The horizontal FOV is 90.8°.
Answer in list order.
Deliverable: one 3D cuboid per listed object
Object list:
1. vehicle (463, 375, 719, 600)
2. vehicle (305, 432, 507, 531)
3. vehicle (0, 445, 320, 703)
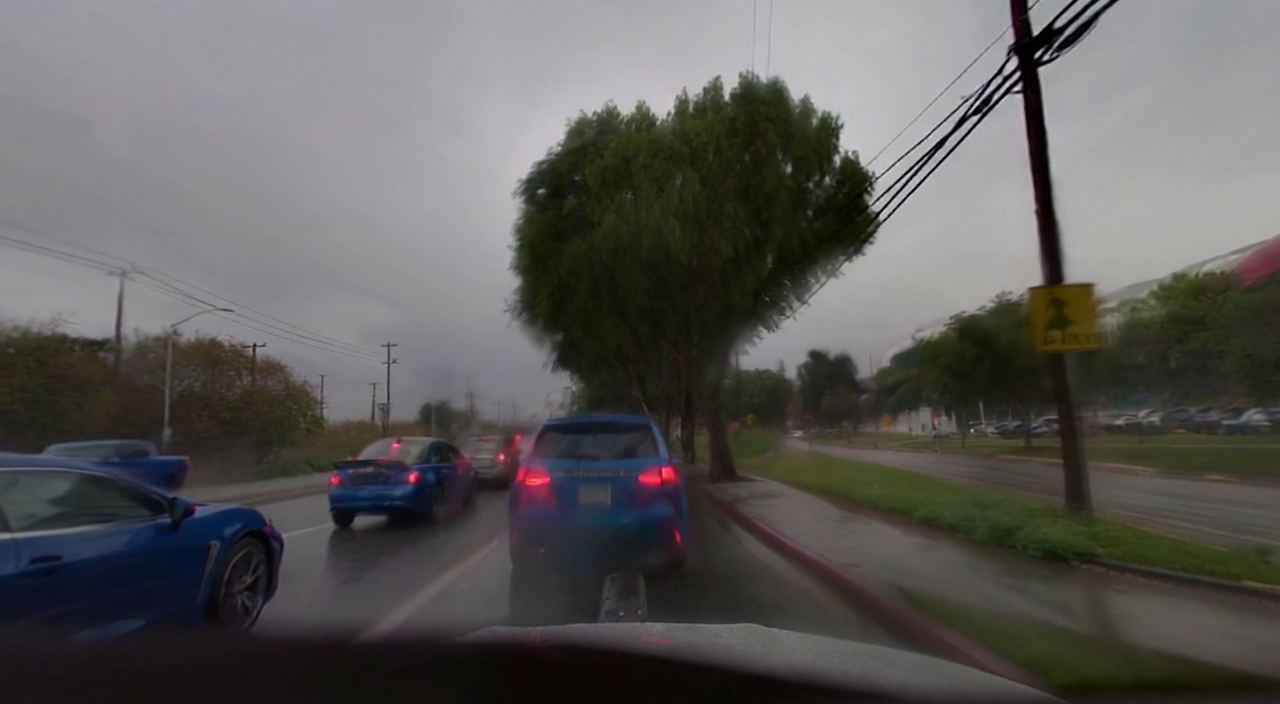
[{"bbox_3d":[-0.384,1.353,7.020,2.012,1.769,3.897,0,-8,0],"label":"vehicle"},{"bbox_3d":[-4.053,2.311,11.929,2.087,1.485,4.452,0,-8,0],"label":"vehicle"},{"bbox_3d":[-3.745,1.140,3.230,1.865,1.314,4.461,0,-8,0],"label":"vehicle"}]
